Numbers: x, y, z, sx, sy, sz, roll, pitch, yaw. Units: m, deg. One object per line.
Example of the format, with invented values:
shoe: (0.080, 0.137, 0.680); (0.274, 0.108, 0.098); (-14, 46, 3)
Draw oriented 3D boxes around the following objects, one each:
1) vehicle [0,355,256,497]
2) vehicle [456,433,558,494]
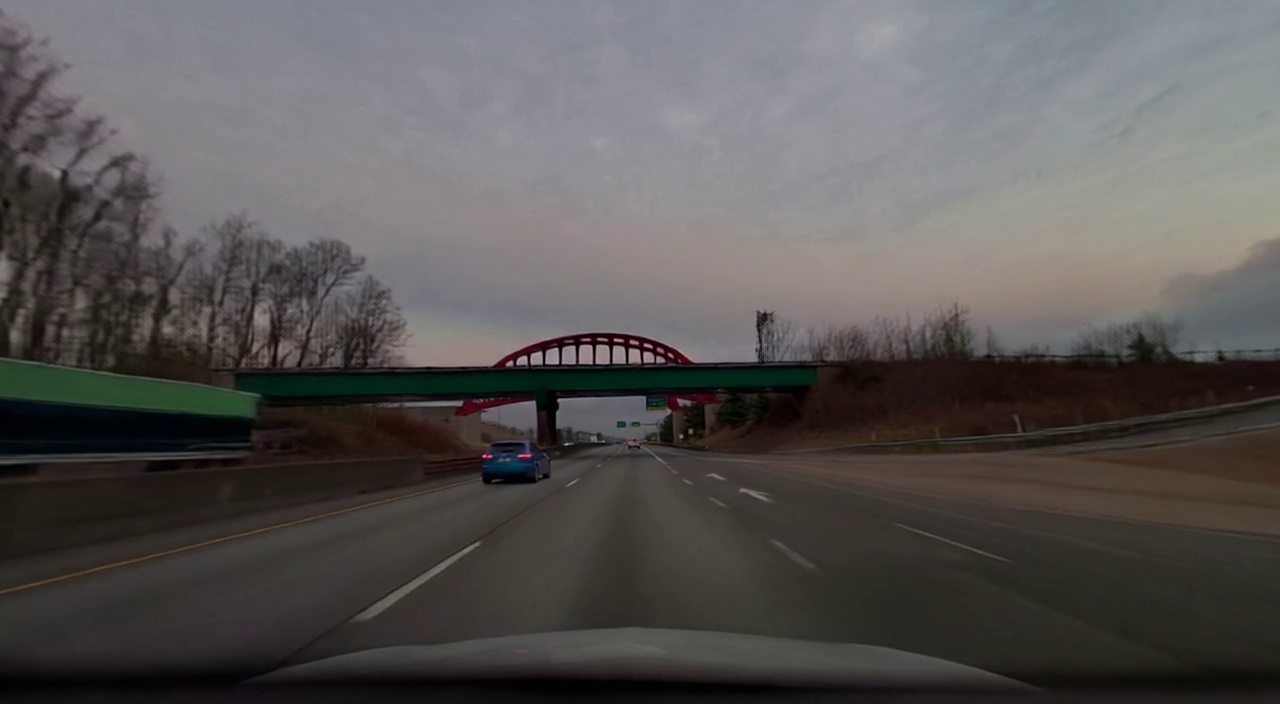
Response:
vehicle: (-18.667, 2.677, 21.449); (2.891, 3.794, 13.043); (0, -8, 0)
vehicle: (-3.740, 3.224, 18.529); (2.052, 1.556, 4.405); (0, -8, 0)
